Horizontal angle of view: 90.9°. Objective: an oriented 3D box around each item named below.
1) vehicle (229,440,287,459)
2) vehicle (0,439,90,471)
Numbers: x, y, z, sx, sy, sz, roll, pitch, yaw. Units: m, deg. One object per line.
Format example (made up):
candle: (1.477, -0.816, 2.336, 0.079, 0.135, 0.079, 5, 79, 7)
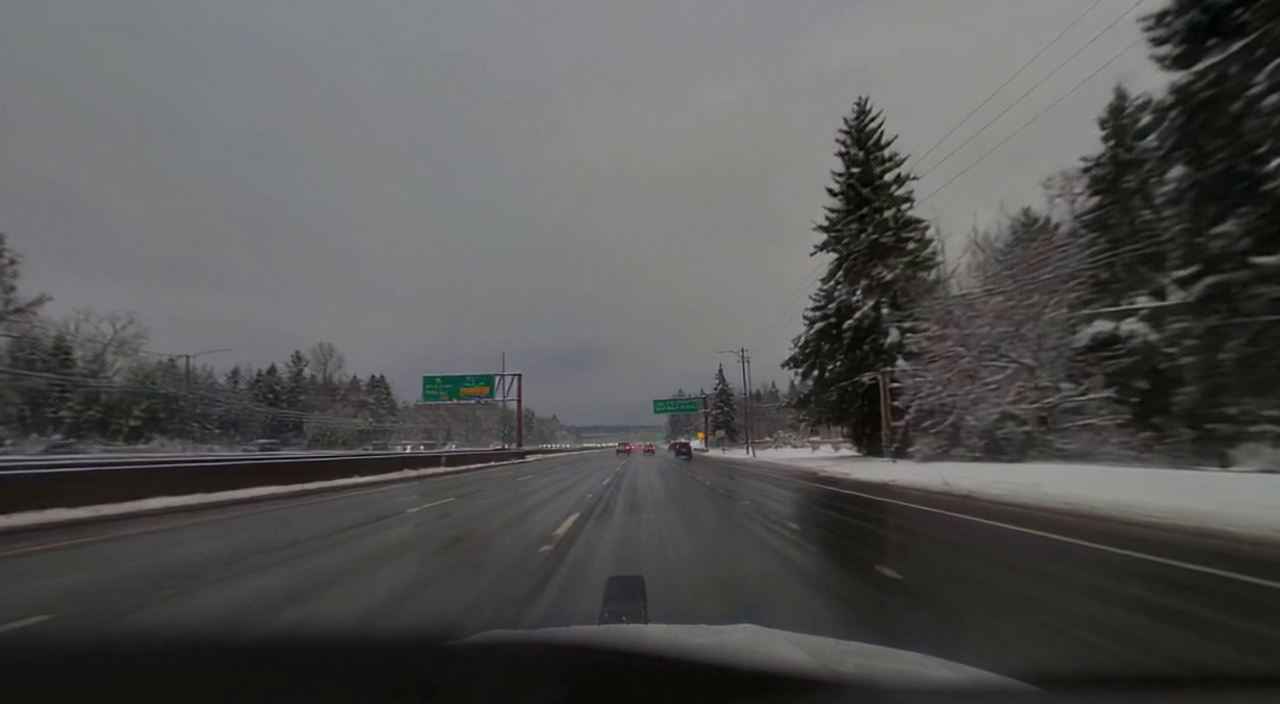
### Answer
vehicle: (-29.994, 7.665, 49.660, 1.777, 1.476, 4.493, 0, -8, 0)
vehicle: (-30.500, 5.131, 31.679, 1.717, 1.466, 4.377, 0, -8, 0)
